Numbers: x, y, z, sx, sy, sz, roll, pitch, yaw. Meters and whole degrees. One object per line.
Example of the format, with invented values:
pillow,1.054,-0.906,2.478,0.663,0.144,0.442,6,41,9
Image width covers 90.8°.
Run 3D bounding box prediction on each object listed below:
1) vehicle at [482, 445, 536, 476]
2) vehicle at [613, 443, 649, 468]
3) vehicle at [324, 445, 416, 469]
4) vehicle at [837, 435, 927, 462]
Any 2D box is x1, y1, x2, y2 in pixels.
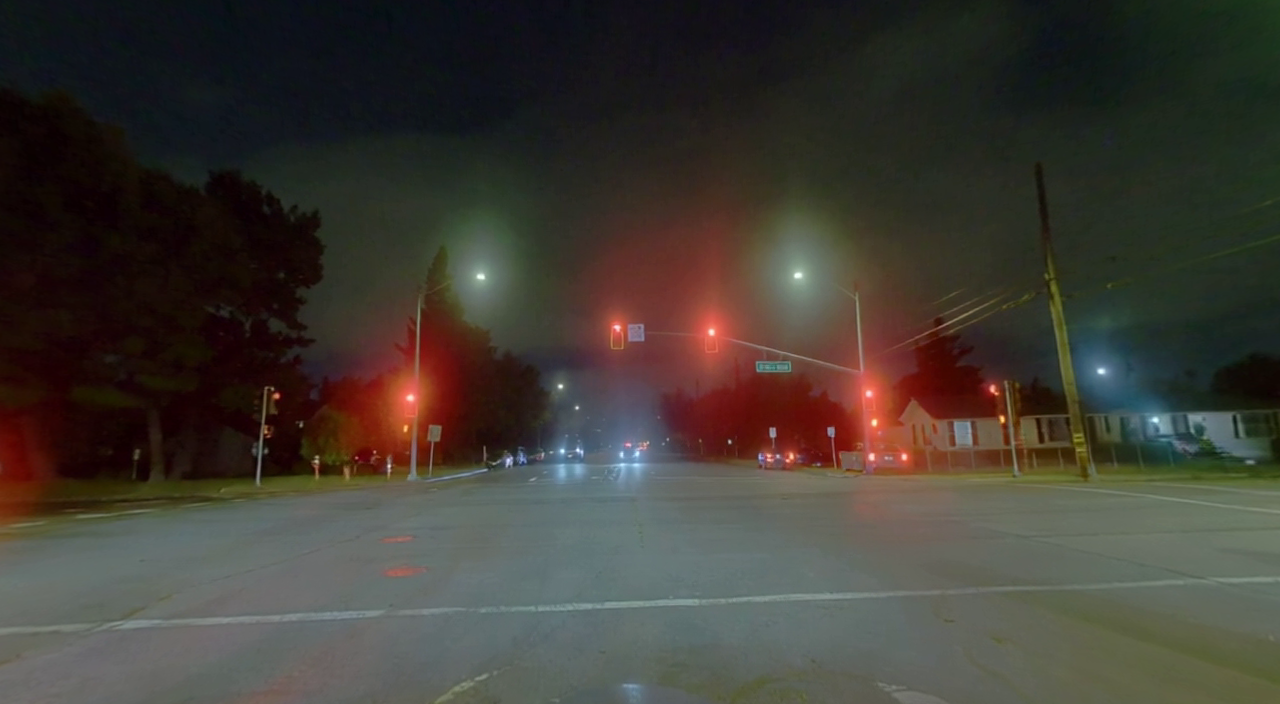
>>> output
vehicle,-6.617,5.530,32.366,1.881,1.452,4.121,0,-8,0
vehicle,-0.562,6.508,39.941,2.105,1.457,4.173,0,-8,-1
vehicle,-16.413,6.380,38.602,4.713,1.409,1.918,0,-8,-2
vehicle,15.374,6.175,40.316,4.892,1.656,1.856,0,-8,0
